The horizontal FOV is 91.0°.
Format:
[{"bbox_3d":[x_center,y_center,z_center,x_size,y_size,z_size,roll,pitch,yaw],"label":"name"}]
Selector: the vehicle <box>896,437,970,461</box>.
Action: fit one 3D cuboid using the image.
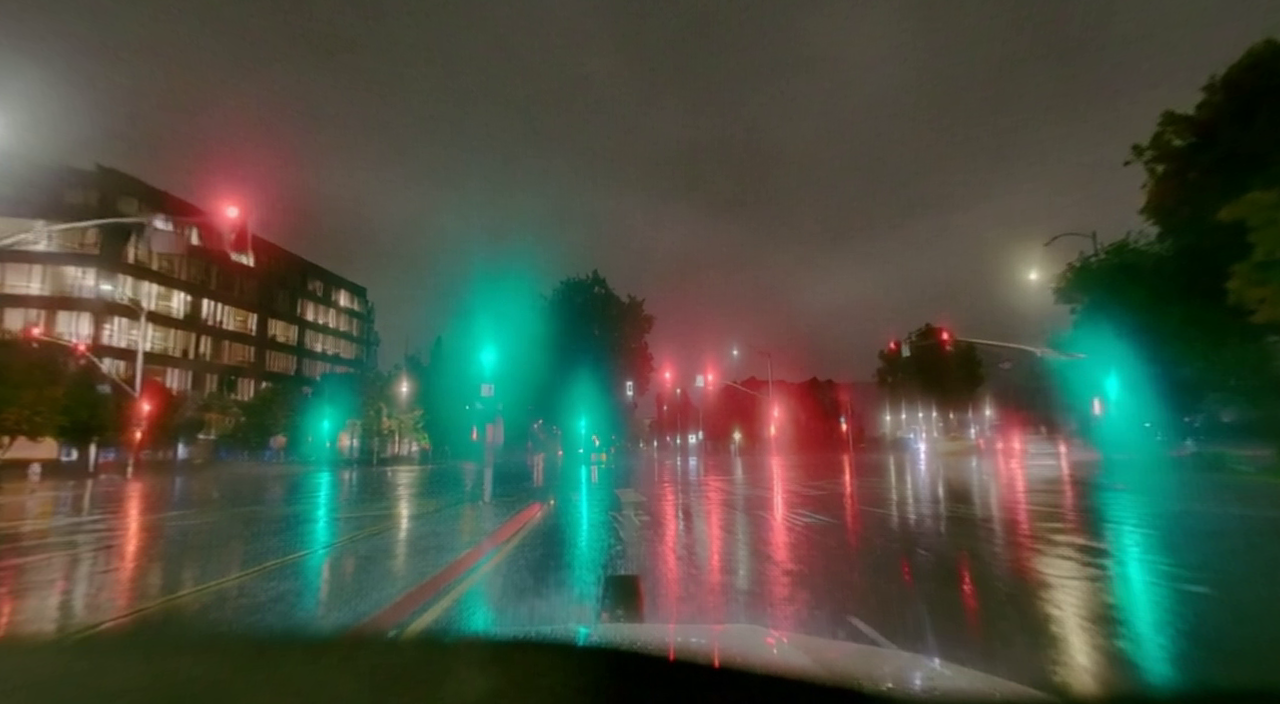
[{"bbox_3d":[20.837,6.878,44.784,4.769,1.634,1.884,2,-9,-20],"label":"vehicle"}]
